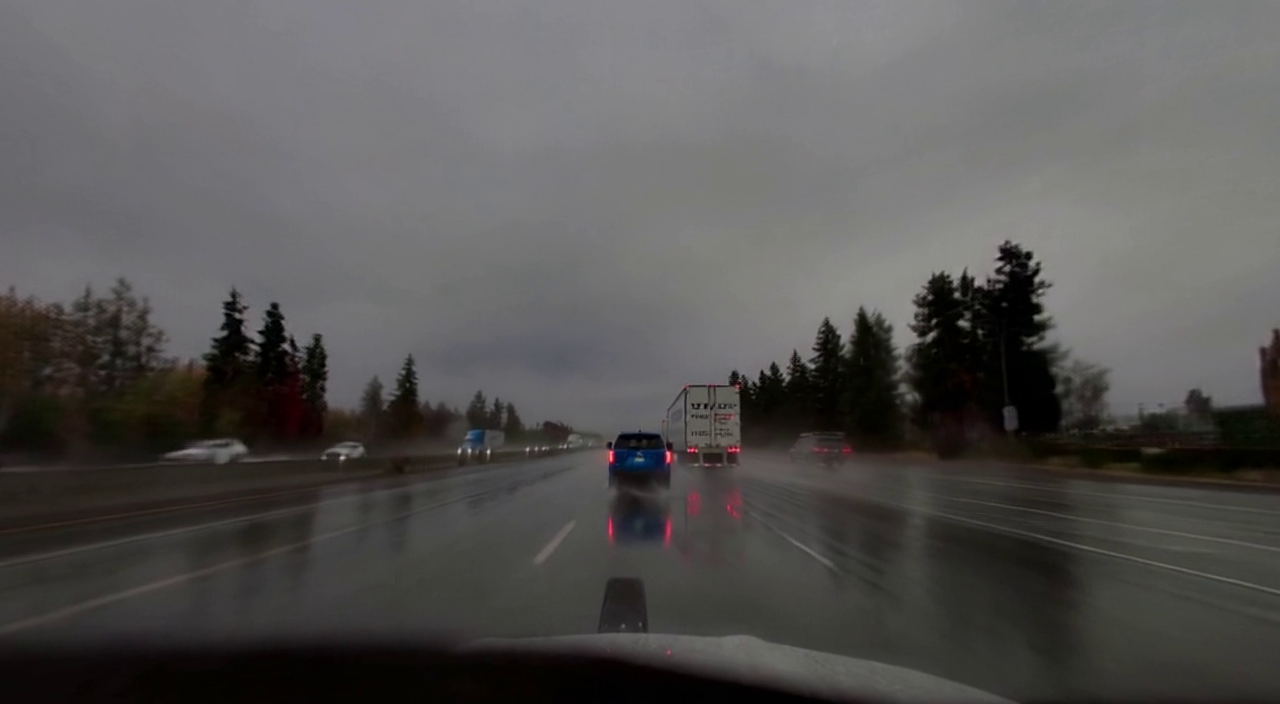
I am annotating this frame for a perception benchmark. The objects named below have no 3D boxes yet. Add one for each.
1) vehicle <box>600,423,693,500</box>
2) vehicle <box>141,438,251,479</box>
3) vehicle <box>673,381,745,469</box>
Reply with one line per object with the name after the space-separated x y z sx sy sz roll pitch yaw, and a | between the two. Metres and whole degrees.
0.169 2.736 16.043 2.054 1.706 4.201 0 -8 1 | vehicle
-22.718 5.445 32.407 2.062 1.894 4.768 0 -8 1 | vehicle
3.654 4.574 37.368 2.909 4.135 15.820 0 -8 1 | vehicle
